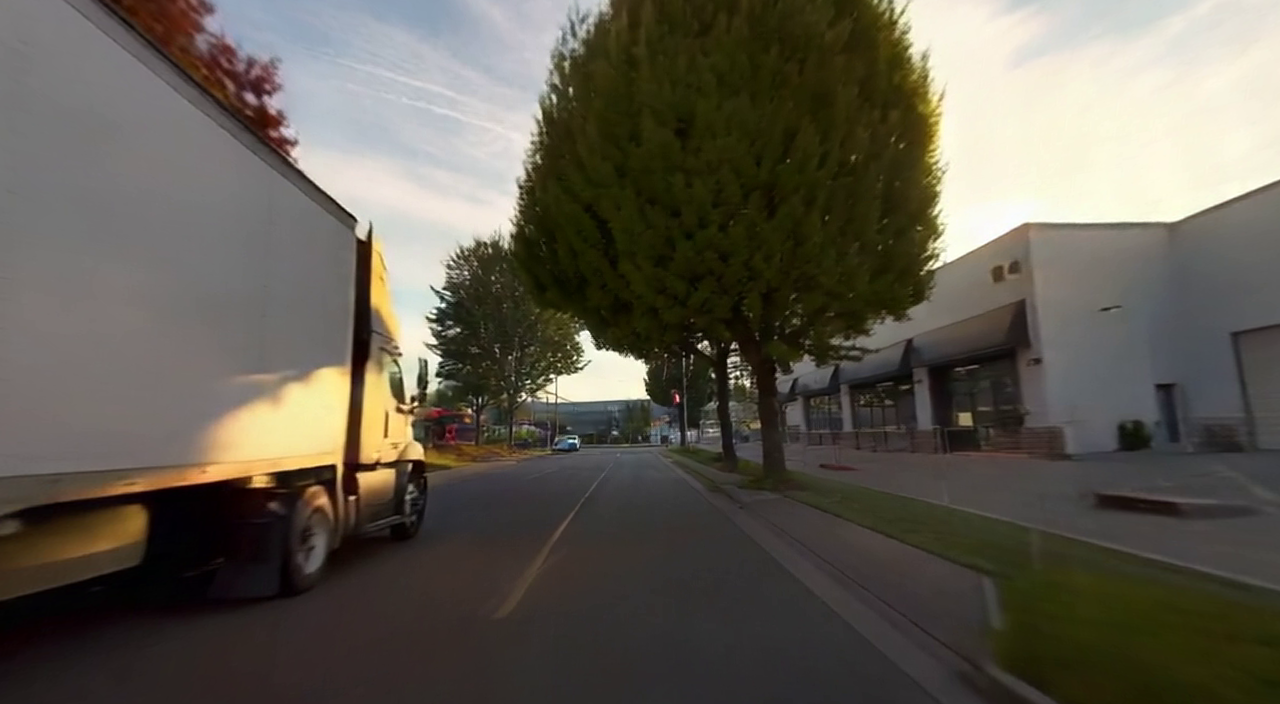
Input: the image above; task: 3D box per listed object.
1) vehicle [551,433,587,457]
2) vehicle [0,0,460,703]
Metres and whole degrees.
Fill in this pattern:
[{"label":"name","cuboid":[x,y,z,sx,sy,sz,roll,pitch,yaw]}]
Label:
[{"label":"vehicle","cuboid":[-5.170,6.844,46.445,2.079,1.664,4.370,0,-8,1]},{"label":"vehicle","cuboid":[-4.772,-0.350,3.677,2.976,4.754,15.127,-1,-7,0]}]
